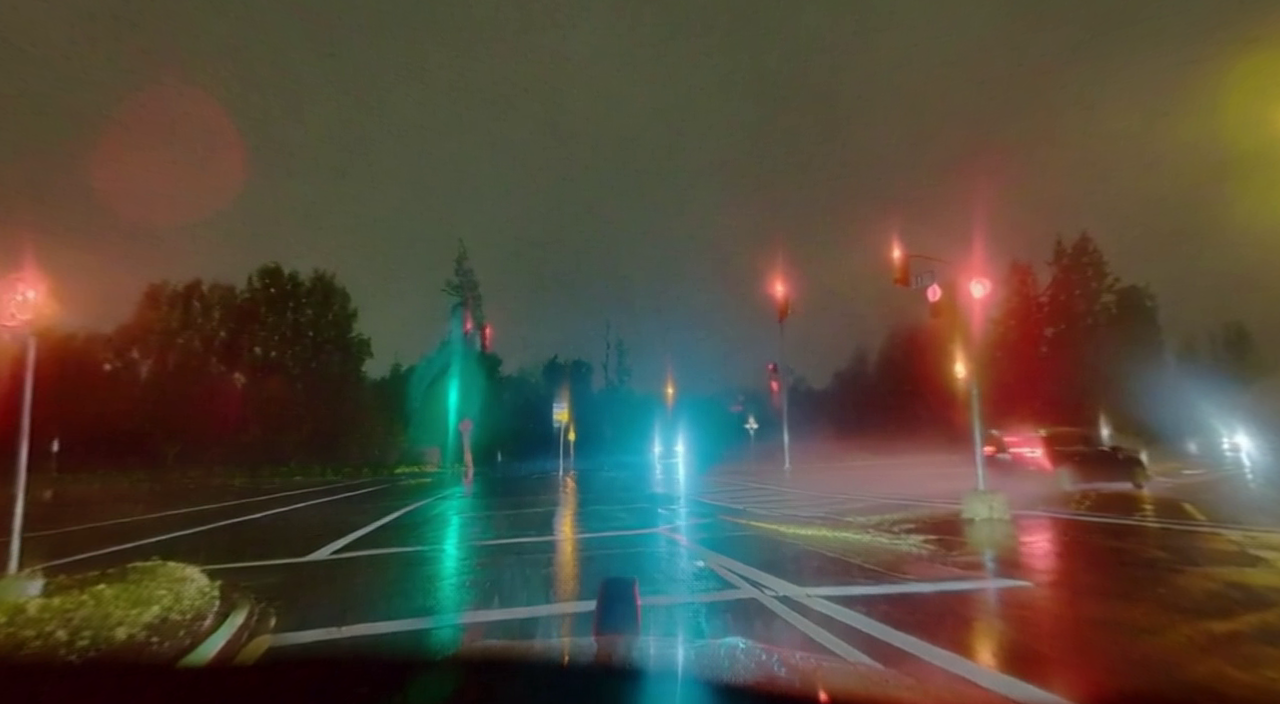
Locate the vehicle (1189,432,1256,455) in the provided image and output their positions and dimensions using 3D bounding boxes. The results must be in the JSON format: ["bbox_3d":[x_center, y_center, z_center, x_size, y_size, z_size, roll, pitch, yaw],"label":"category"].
[{"bbox_3d":[42.777,6.687,46.371,4.483,1.605,2.025,4,-9,-27],"label":"vehicle"}]

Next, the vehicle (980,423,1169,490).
[{"bbox_3d":[11.755,2.777,17.106,4.545,1.602,2.014,4,-9,-24],"label":"vehicle"}]
